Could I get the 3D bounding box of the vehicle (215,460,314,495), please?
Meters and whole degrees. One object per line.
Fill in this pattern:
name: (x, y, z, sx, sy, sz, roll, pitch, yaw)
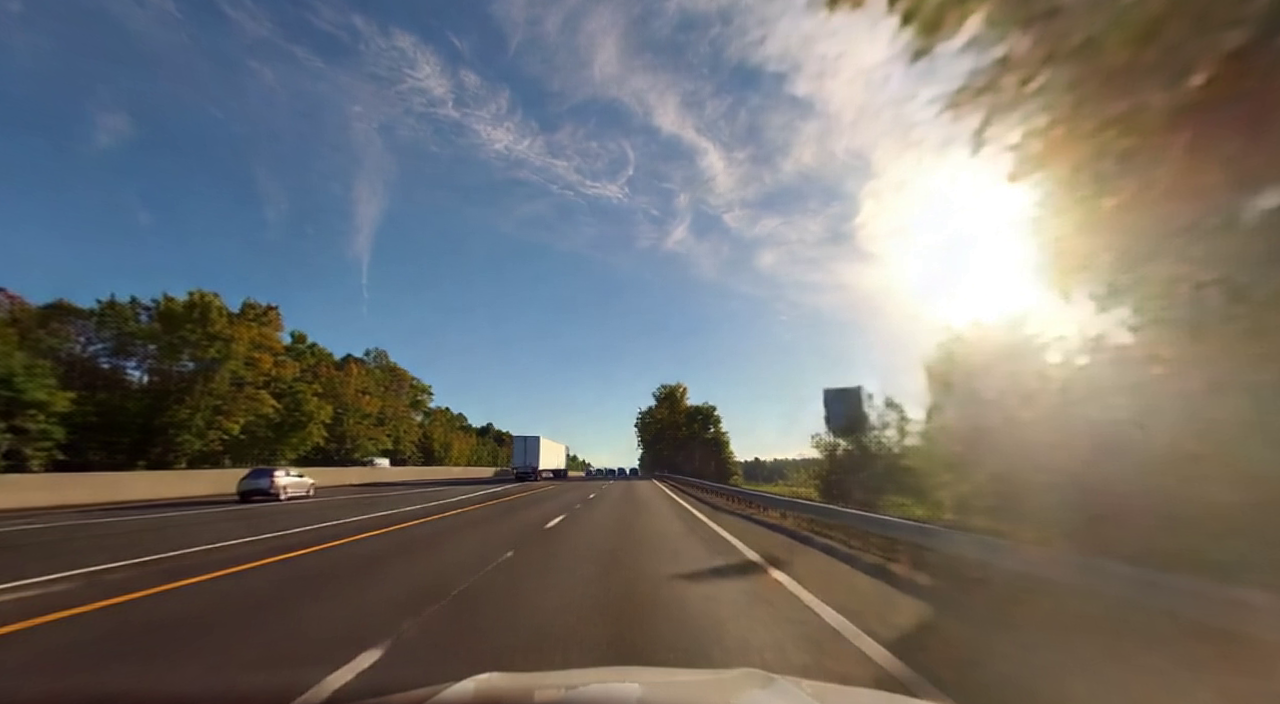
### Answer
vehicle: (-17.067, 5.712, 28.915, 1.745, 1.430, 4.252, 0, -10, 3)
